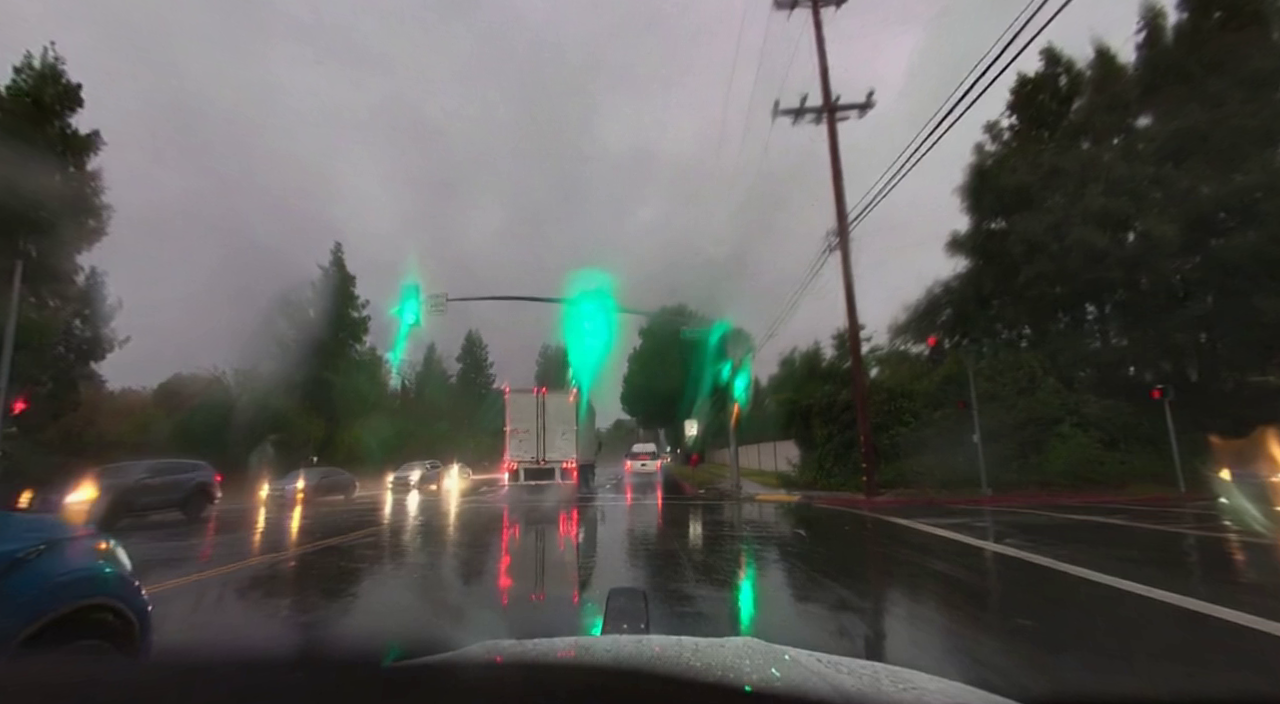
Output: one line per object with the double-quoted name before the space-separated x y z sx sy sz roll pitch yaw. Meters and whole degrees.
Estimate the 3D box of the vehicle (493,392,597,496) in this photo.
"vehicle" -3.645 3.902 26.775 2.928 3.658 8.980 0 -9 1

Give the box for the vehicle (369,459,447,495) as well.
"vehicle" -11.988 6.483 32.975 2.290 1.644 4.553 0 -9 1

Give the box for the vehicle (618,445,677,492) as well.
"vehicle" 0.295 4.633 25.481 2.174 1.749 4.113 0 -8 1

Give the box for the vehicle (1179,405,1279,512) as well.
"vehicle" 12.978 1.882 11.259 4.628 1.751 1.997 -1 -9 5

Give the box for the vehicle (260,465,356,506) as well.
"vehicle" -15.256 6.126 29.285 1.933 1.606 4.553 0 -9 1

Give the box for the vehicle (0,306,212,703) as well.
"vehicle" -3.176 0.578 0.809 2.093 1.832 4.508 0 -9 -1
